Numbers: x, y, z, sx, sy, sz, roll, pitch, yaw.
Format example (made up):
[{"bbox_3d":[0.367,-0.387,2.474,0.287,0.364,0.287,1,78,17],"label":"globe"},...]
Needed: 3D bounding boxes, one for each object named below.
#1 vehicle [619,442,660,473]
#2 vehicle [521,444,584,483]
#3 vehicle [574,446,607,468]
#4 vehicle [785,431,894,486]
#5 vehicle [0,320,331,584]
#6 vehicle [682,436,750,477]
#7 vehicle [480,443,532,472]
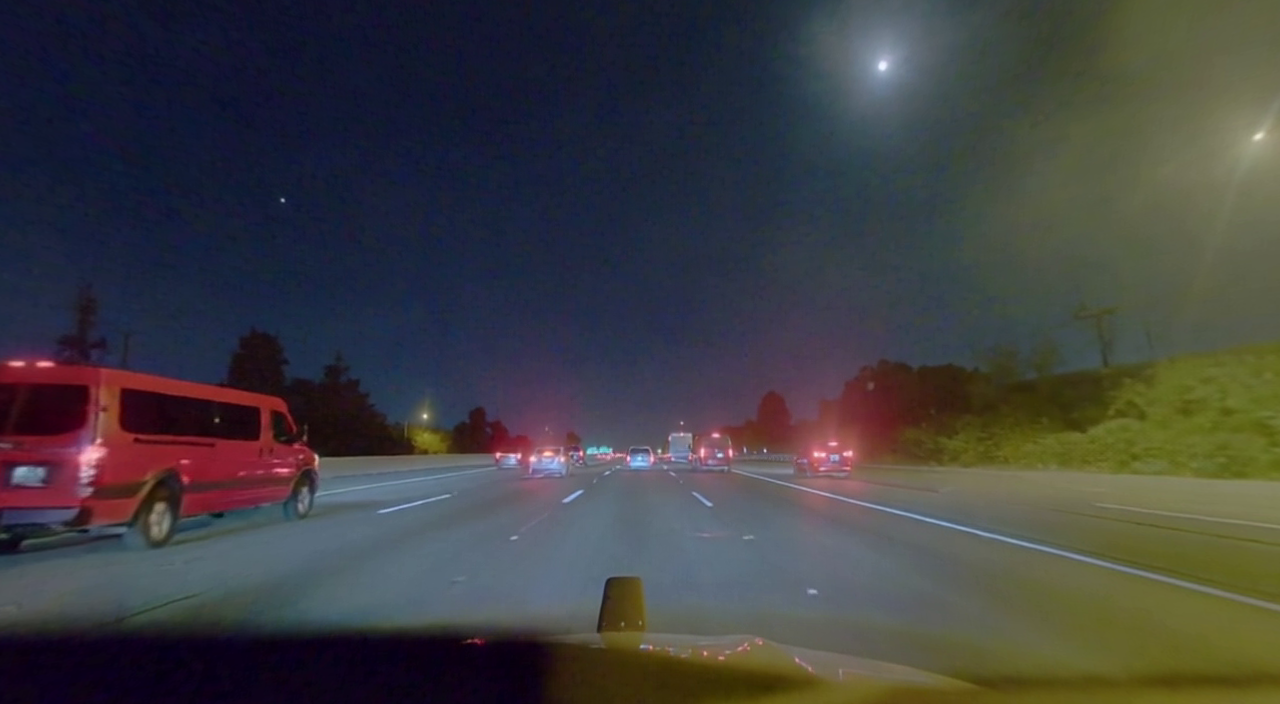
[{"bbox_3d":[0.007,5.801,34.852,2.115,1.617,4.102,0,-9,1],"label":"vehicle"},{"bbox_3d":[-3.518,4.568,26.159,1.970,1.483,4.071,0,-9,1],"label":"vehicle"},{"bbox_3d":[-3.549,7.539,45.614,1.987,1.466,4.341,0,-9,1],"label":"vehicle"},{"bbox_3d":[7.428,4.051,24.267,2.304,1.840,5.706,0,-8,0],"label":"vehicle"},{"bbox_3d":[-7.587,1.475,9.712,2.336,2.708,6.421,0,-9,0],"label":"vehicle"},{"bbox_3d":[3.736,5.292,32.319,2.777,1.895,5.710,0,-9,0],"label":"vehicle"},{"bbox_3d":[-7.678,6.087,36.496,1.961,1.562,4.301,0,-9,1],"label":"vehicle"}]
